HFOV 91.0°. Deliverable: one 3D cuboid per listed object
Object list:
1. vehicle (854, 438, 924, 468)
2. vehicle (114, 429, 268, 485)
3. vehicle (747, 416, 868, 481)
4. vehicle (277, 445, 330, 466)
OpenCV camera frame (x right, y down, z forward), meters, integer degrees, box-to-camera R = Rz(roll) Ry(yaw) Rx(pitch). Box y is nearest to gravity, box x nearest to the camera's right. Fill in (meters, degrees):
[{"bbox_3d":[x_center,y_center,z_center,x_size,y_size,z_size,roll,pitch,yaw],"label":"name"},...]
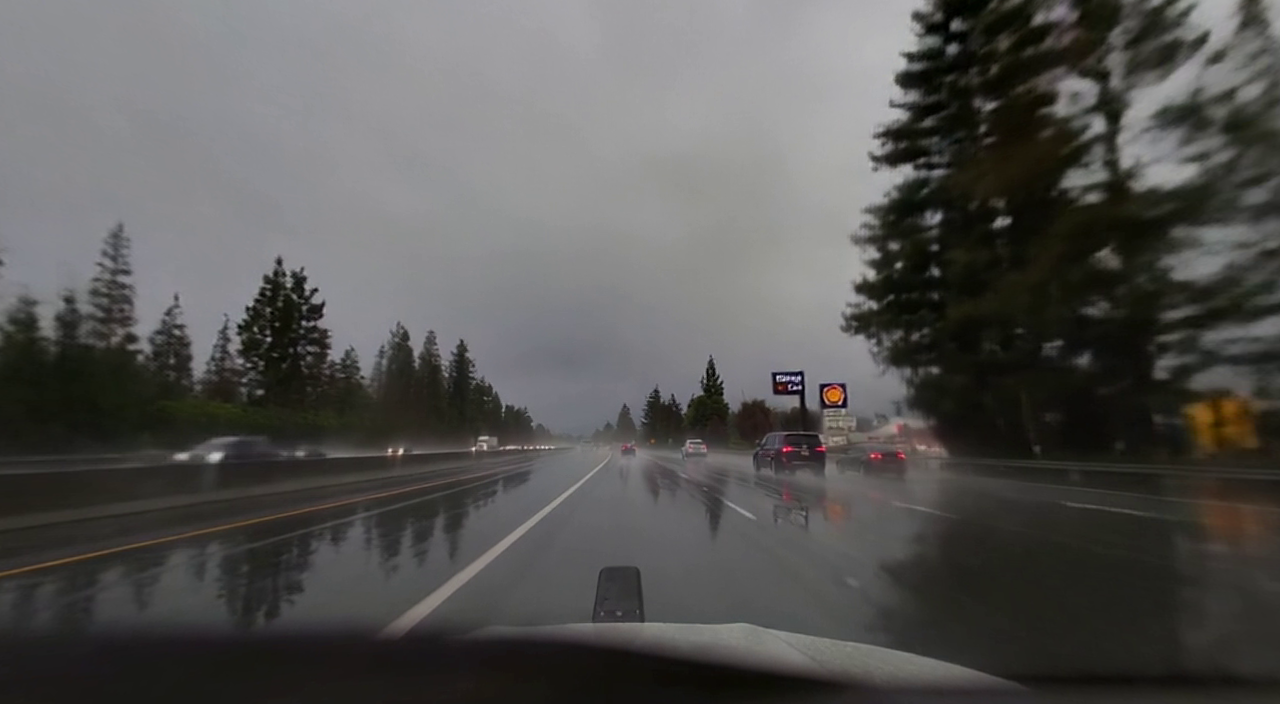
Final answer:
[{"bbox_3d":[14.212,5.800,36.214,2.072,1.611,4.387,0,-8,-2],"label":"vehicle"},{"bbox_3d":[-16.835,3.947,24.063,2.147,1.888,5.094,0,-8,-1],"label":"vehicle"},{"bbox_3d":[6.790,4.096,27.022,2.779,2.339,8.073,0,-8,-2],"label":"vehicle"},{"bbox_3d":[-25.293,7.755,47.462,1.808,1.491,4.159,0,-8,-1],"label":"vehicle"}]
